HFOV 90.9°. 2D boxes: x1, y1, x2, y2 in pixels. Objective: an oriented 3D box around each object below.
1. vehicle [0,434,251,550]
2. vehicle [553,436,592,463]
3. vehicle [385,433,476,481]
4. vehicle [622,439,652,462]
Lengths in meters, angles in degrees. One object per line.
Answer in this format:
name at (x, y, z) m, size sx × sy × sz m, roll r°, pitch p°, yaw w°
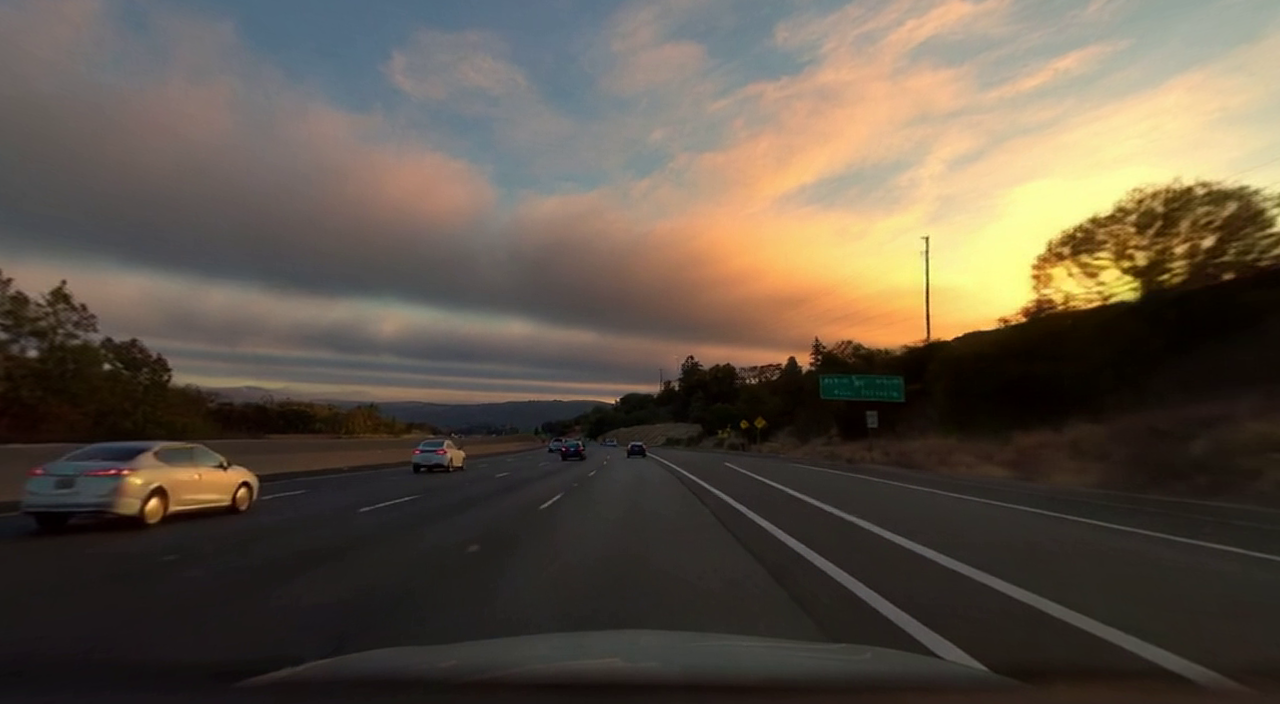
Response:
vehicle at (-9.122, 2.173, 10.683) m, size 1.935 × 1.474 × 5.033 m, roll 0°, pitch -8°, yaw -1°
vehicle at (-4.161, 6.106, 39.571) m, size 1.991 × 1.610 × 4.606 m, roll 0°, pitch -8°, yaw -1°
vehicle at (-7.763, 3.931, 23.808) m, size 2.086 × 1.628 × 4.039 m, roll 0°, pitch -8°, yaw -1°
vehicle at (-0.246, 6.586, 42.323) m, size 1.881 × 1.460 × 3.694 m, roll 0°, pitch -8°, yaw -1°
